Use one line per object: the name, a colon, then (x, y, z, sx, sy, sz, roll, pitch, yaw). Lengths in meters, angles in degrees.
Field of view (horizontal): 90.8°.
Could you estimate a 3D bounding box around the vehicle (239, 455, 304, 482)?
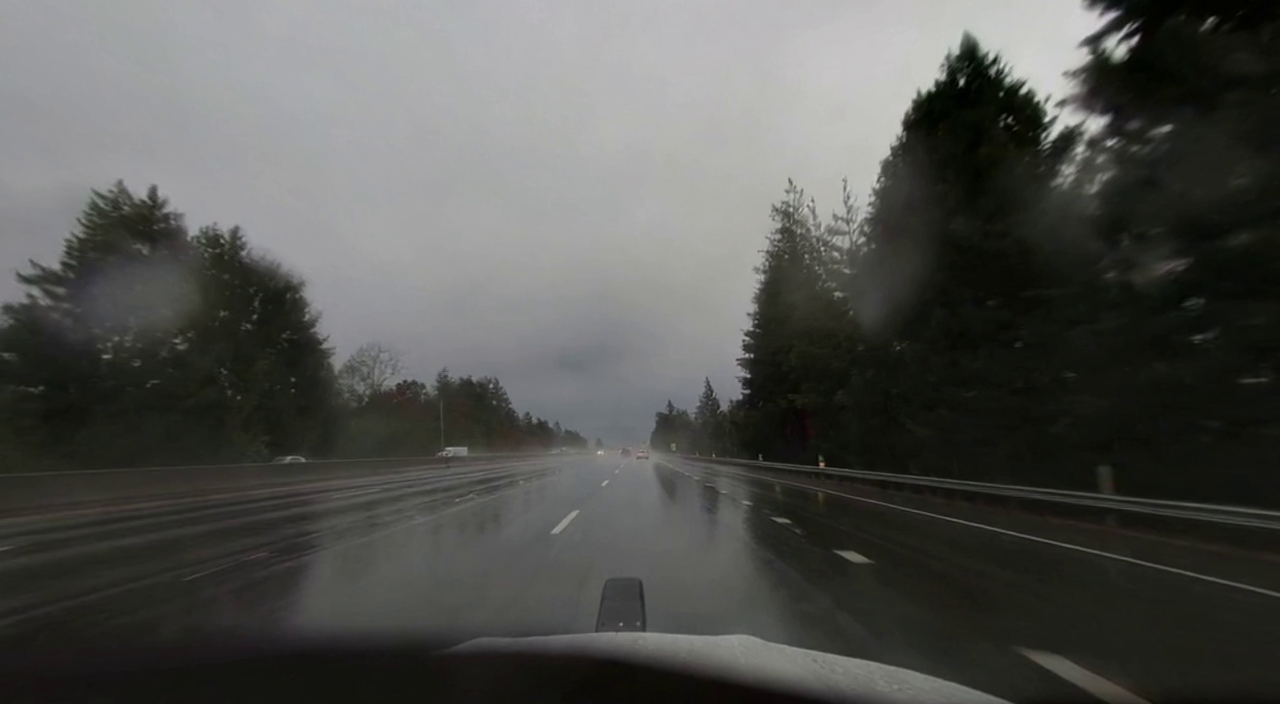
vehicle: (-24.061, 7.590, 41.368, 1.819, 1.583, 4.052, 0, -9, 0)
